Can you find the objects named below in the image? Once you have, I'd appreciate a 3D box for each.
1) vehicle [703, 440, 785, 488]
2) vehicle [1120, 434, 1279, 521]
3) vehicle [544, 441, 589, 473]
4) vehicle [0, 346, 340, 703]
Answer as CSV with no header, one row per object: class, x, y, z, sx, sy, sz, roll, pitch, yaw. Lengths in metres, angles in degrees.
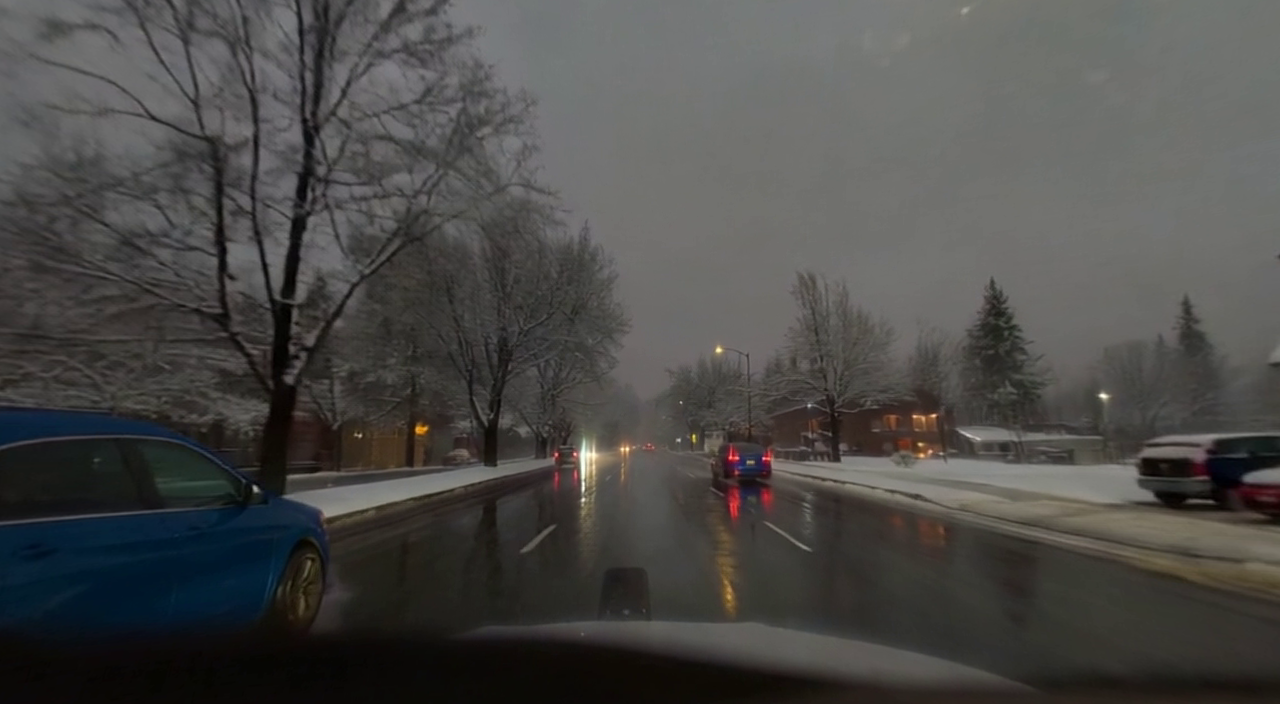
vehicle,3.492,3.863,22.064,2.083,1.474,4.360,0,-9,0
vehicle,12.608,2.523,13.015,3.802,1.613,2.025,1,-9,-6
vehicle,-3.922,5.684,34.301,2.113,1.626,4.129,0,-9,-3
vehicle,-3.566,0.904,2.889,2.023,1.720,4.741,0,-9,0
